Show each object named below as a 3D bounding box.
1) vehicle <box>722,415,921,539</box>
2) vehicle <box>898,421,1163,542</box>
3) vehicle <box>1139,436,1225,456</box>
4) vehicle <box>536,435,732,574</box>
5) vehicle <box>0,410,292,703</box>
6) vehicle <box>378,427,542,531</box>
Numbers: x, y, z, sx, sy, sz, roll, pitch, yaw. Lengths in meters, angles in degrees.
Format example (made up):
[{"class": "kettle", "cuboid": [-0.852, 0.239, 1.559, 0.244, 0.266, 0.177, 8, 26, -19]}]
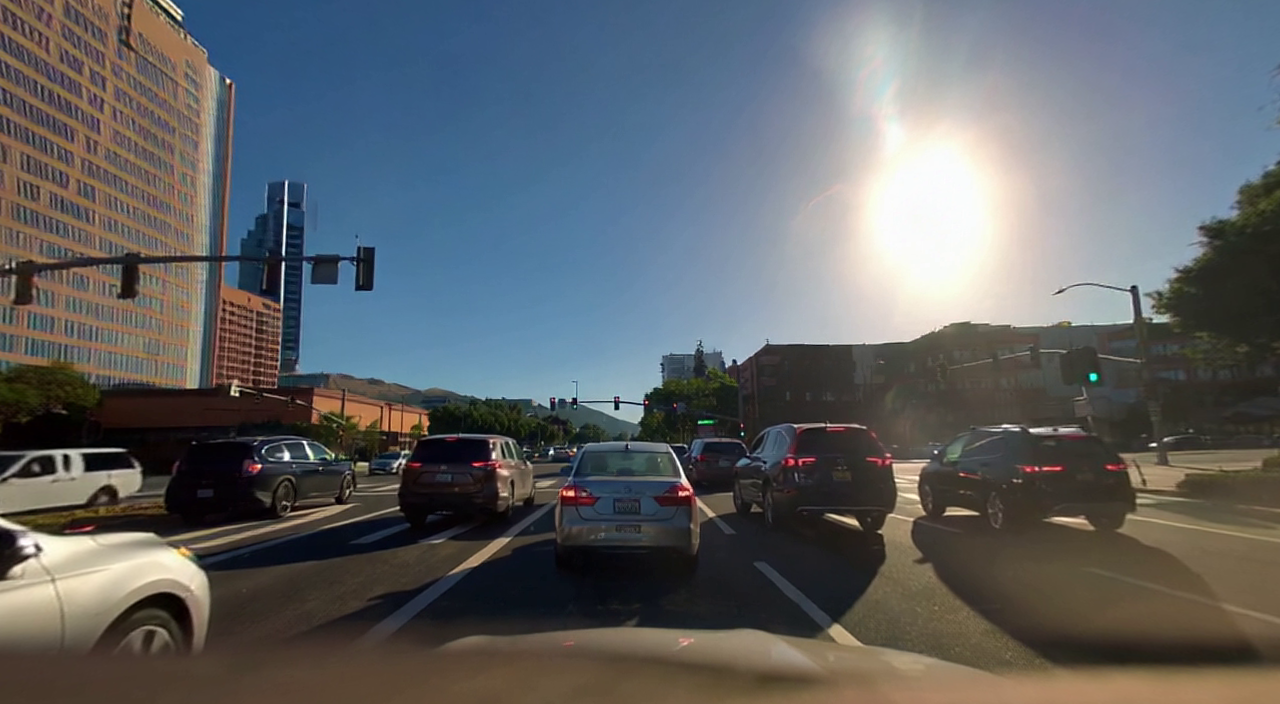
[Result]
[{"class": "vehicle", "cuboid": [2.921, 2.141, 11.434, 2.138, 1.778, 4.422, 0, -8, -2]}, {"class": "vehicle", "cuboid": [6.474, 2.169, 11.220, 1.945, 1.706, 4.190, 0, -8, -1]}, {"class": "vehicle", "cuboid": [40.060, 6.924, 46.738, 4.644, 1.430, 1.781, 0, -9, -1]}, {"class": "vehicle", "cuboid": [-0.111, 1.936, 8.826, 2.098, 1.461, 3.958, 0, -8, -1]}, {"class": "vehicle", "cuboid": [-3.189, 0.861, 1.630, 2.045, 1.463, 4.490, 0, -8, -1]}, {"class": "vehicle", "cuboid": [-3.354, 2.451, 12.763, 2.033, 1.714, 4.278, 0, -8, 0]}]
